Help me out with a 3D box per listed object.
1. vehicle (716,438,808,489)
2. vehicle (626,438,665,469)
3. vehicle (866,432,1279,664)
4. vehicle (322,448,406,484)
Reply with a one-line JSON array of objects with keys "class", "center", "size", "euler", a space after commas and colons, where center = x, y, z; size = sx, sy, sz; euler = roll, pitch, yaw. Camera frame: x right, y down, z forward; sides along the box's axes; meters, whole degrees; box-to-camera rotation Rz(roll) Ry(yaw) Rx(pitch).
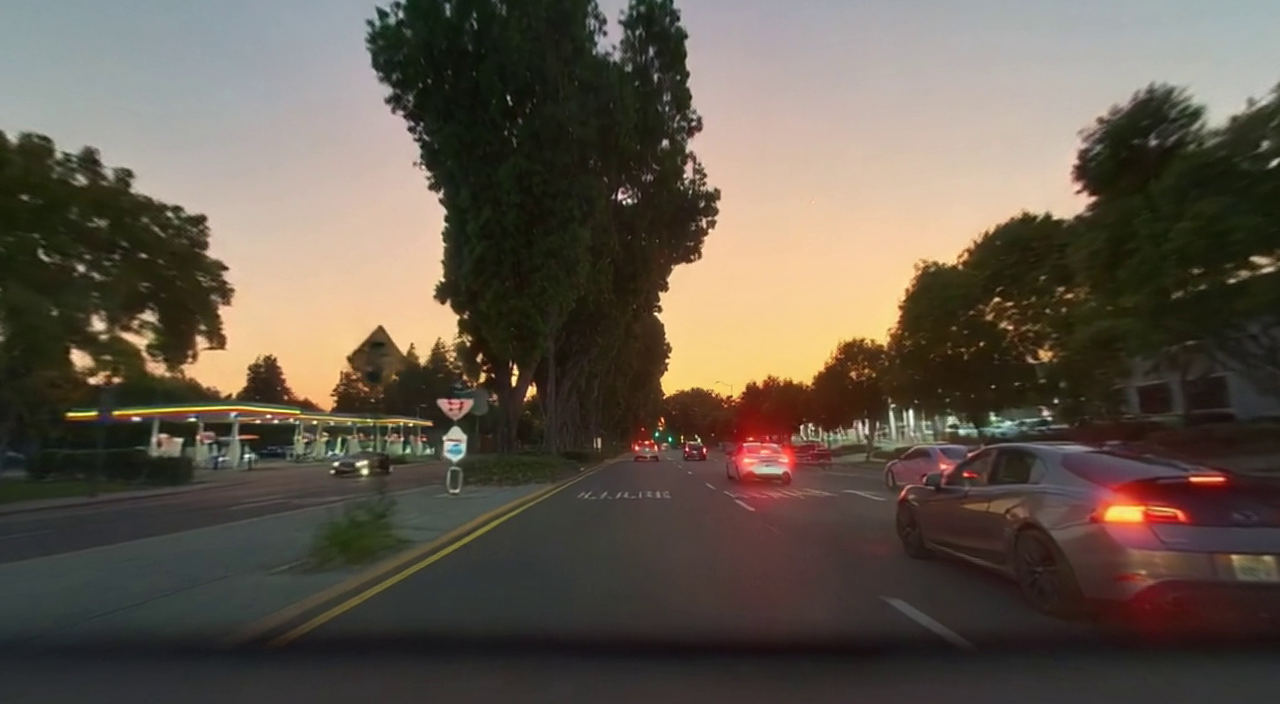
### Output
[{"class": "vehicle", "center": [3.956, 3.690, 21.220], "size": [2.119, 1.509, 4.756], "euler": [0, -8, 0]}, {"class": "vehicle", "center": [0.336, 6.032, 37.437], "size": [2.172, 1.694, 4.055], "euler": [0, -8, 1]}, {"class": "vehicle", "center": [4.045, 1.544, 6.203], "size": [1.944, 1.404, 4.597], "euler": [0, -8, 0]}, {"class": "vehicle", "center": [-13.150, 5.418, 30.226], "size": [1.937, 1.501, 4.520], "euler": [-1, -8, 1]}]
